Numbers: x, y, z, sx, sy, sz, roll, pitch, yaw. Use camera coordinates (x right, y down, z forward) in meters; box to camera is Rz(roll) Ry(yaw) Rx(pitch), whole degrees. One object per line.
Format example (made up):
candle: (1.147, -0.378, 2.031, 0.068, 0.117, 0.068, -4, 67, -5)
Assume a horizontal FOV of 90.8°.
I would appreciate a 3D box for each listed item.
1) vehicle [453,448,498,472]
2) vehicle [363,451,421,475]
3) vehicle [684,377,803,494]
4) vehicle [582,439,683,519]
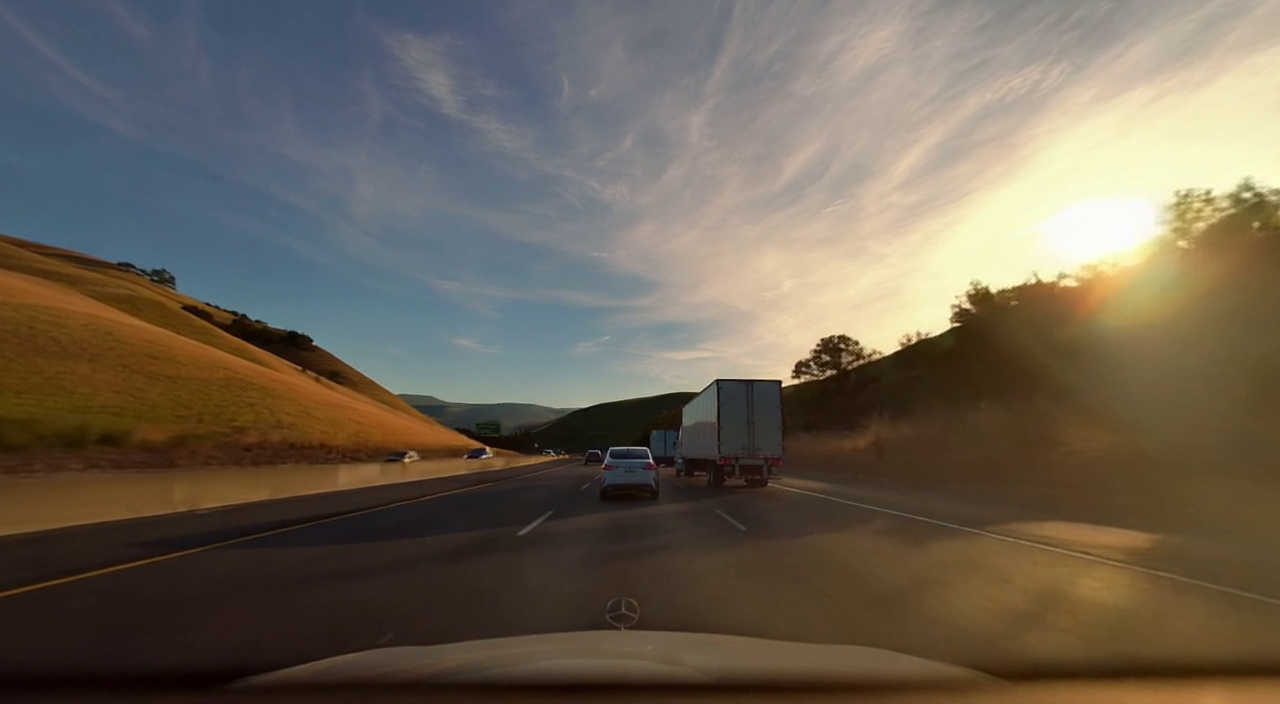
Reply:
vehicle: (-11.824, 7.793, 45.614, 2.089, 1.615, 4.363, 0, -9, -1)
vehicle: (-16.127, 7.233, 41.296, 2.005, 1.495, 4.508, 0, -9, -1)
vehicle: (4.060, 3.990, 28.956, 2.812, 4.024, 14.098, 0, -9, -1)
vehicle: (-0.181, 2.977, 15.218, 2.109, 1.639, 3.768, 0, -9, -1)
